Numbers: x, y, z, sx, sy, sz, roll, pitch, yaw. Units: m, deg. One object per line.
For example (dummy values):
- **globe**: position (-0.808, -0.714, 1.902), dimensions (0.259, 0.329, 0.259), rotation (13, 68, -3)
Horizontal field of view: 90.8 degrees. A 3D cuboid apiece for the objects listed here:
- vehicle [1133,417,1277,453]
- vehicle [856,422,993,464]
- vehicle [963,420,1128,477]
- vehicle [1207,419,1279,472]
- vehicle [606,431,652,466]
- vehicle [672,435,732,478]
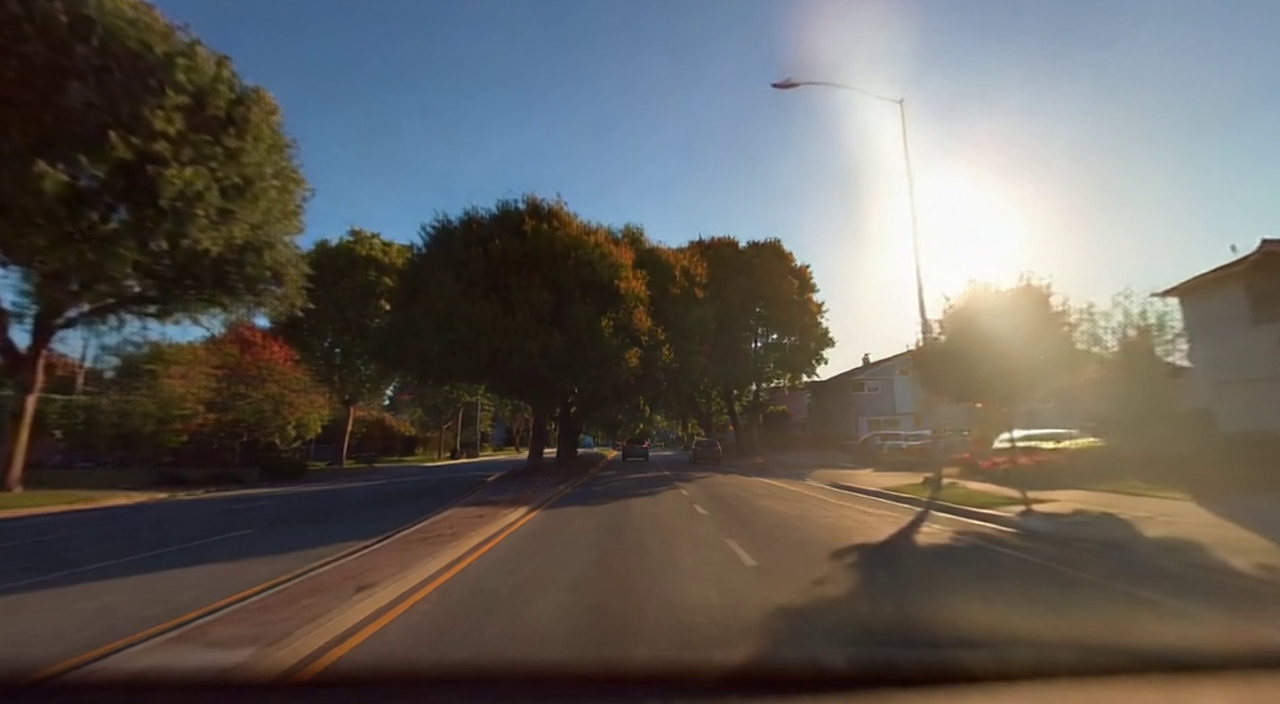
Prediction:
- **vehicle**: position (27.113, 4.042, 30.529), dimensions (4.654, 1.551, 1.829), rotation (-5, -10, 20)
- **vehicle**: position (11.334, 3.661, 25.371), dimensions (4.557, 1.509, 1.971), rotation (-8, -11, 43)
- **vehicle**: position (11.328, 2.692, 17.789), dimensions (1.799, 1.431, 3.486), rotation (8, -11, -43)
- **vehicle**: position (19.152, 2.885, 19.501), dimensions (4.511, 1.451, 1.932), rotation (8, -11, -43)
- **vehicle**: position (-0.661, 5.638, 36.971), dimensions (2.488, 1.881, 4.814), rotation (1, -8, -1)
- **vehicle**: position (2.491, 4.318, 26.413), dimensions (2.003, 1.614, 4.072), rotation (0, -8, -1)
